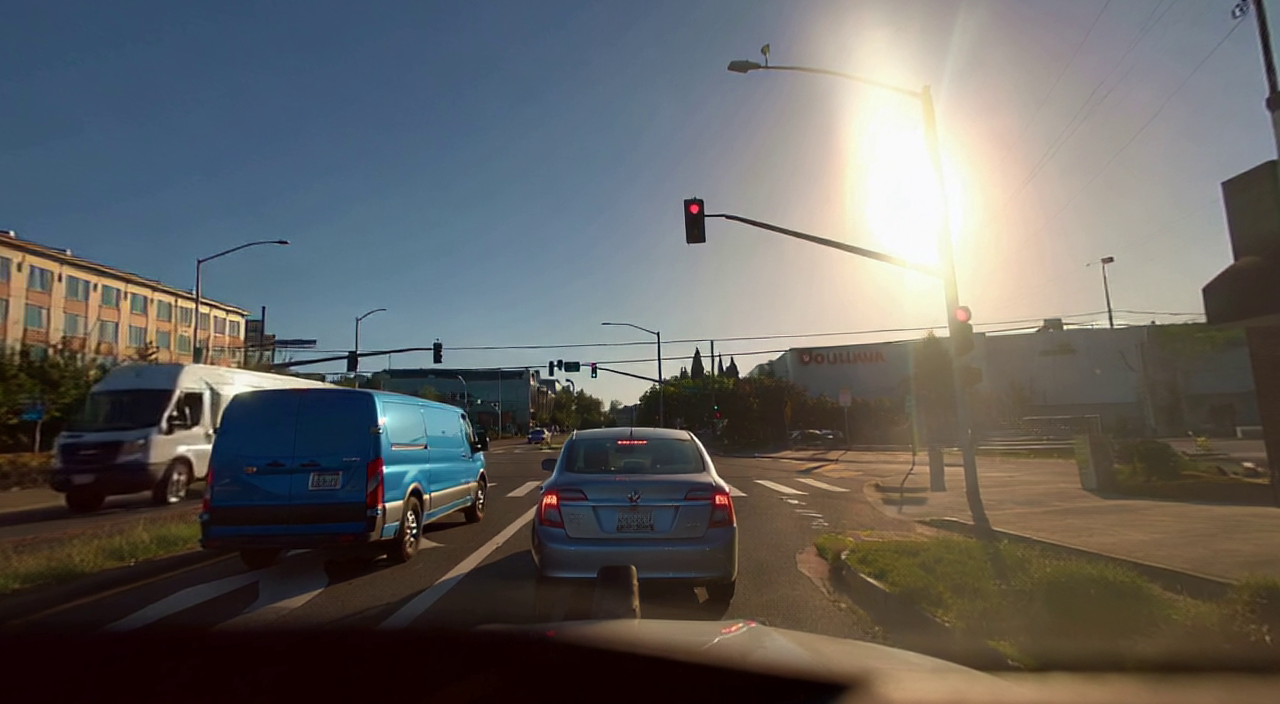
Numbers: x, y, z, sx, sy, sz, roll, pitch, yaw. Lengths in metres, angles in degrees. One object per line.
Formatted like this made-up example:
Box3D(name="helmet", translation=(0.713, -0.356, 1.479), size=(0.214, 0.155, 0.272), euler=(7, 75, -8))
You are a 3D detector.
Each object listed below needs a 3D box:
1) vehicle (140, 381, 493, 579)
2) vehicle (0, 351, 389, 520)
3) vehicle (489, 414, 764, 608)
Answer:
Box3D(name="vehicle", translation=(-3.585, 1.515, 8.415), size=(2.076, 1.820, 5.100), euler=(0, -8, -1))
Box3D(name="vehicle", translation=(-10.885, 2.184, 18.136), size=(2.973, 3.009, 12.605), euler=(-3, -6, -4))
Box3D(name="vehicle", translation=(-0.114, 1.463, 6.769), size=(2.064, 1.452, 3.942), euler=(0, -8, 0))
